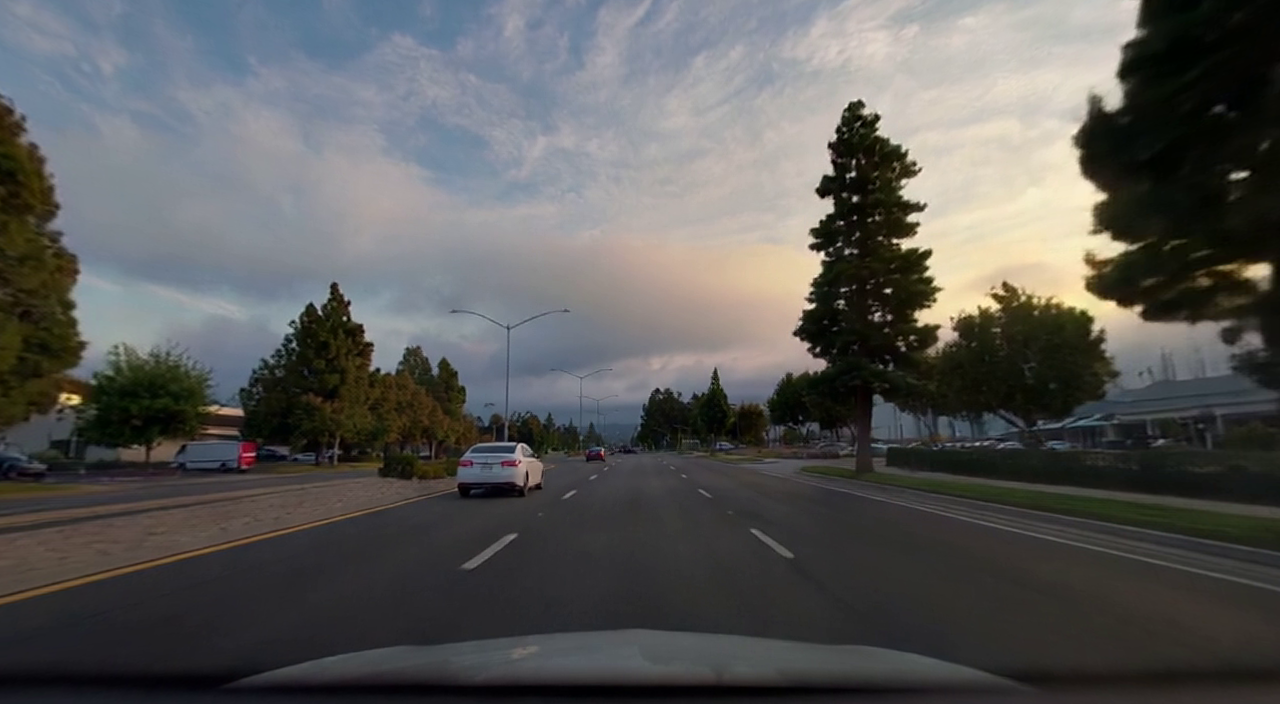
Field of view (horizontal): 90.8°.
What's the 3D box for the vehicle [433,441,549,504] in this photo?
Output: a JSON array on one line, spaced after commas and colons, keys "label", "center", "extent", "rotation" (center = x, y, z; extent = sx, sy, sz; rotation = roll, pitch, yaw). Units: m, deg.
[{"label": "vehicle", "center": [-3.786, 3.132, 16.976], "extent": [2.003, 1.454, 4.484], "rotation": [0, -8, 0]}]
